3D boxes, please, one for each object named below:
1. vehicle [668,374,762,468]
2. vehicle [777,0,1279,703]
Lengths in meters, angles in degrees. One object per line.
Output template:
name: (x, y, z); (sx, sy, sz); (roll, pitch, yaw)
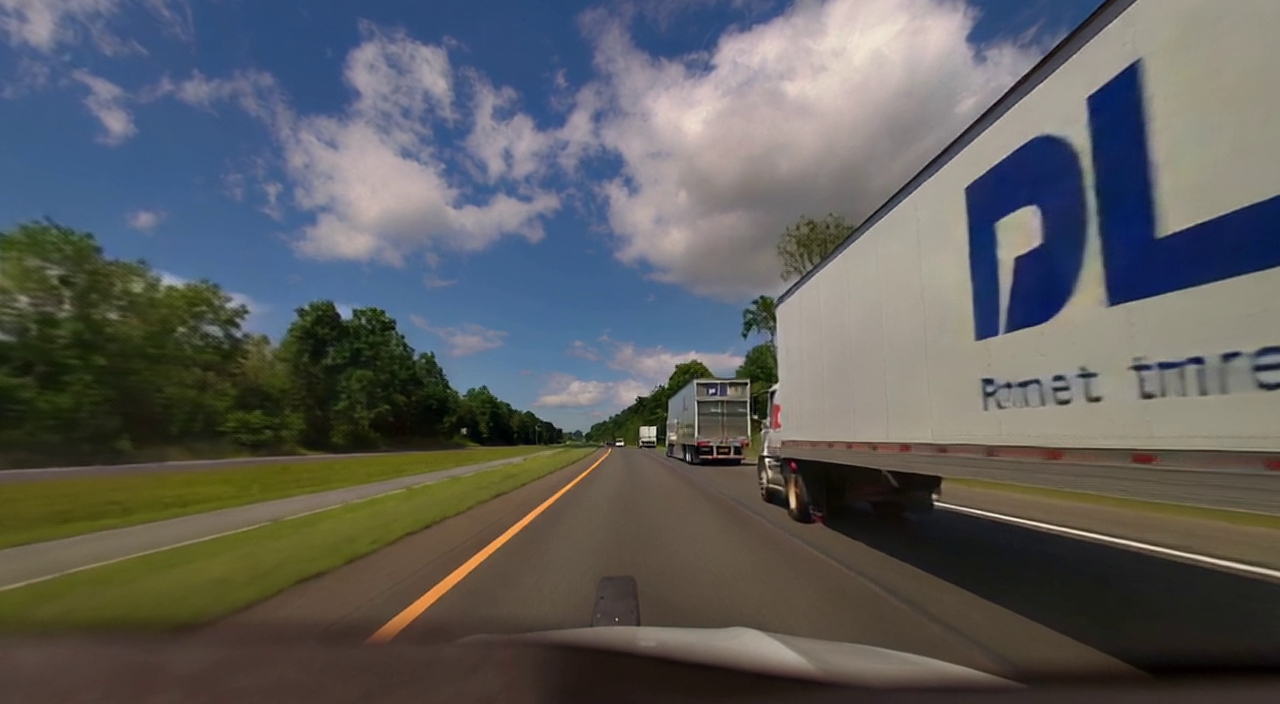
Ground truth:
vehicle: (3.550, 3.956, 34.298); (2.871, 4.072, 14.183); (0, -8, -2)
vehicle: (3.950, -0.335, 3.410); (2.863, 4.031, 14.678); (0, -8, -1)
